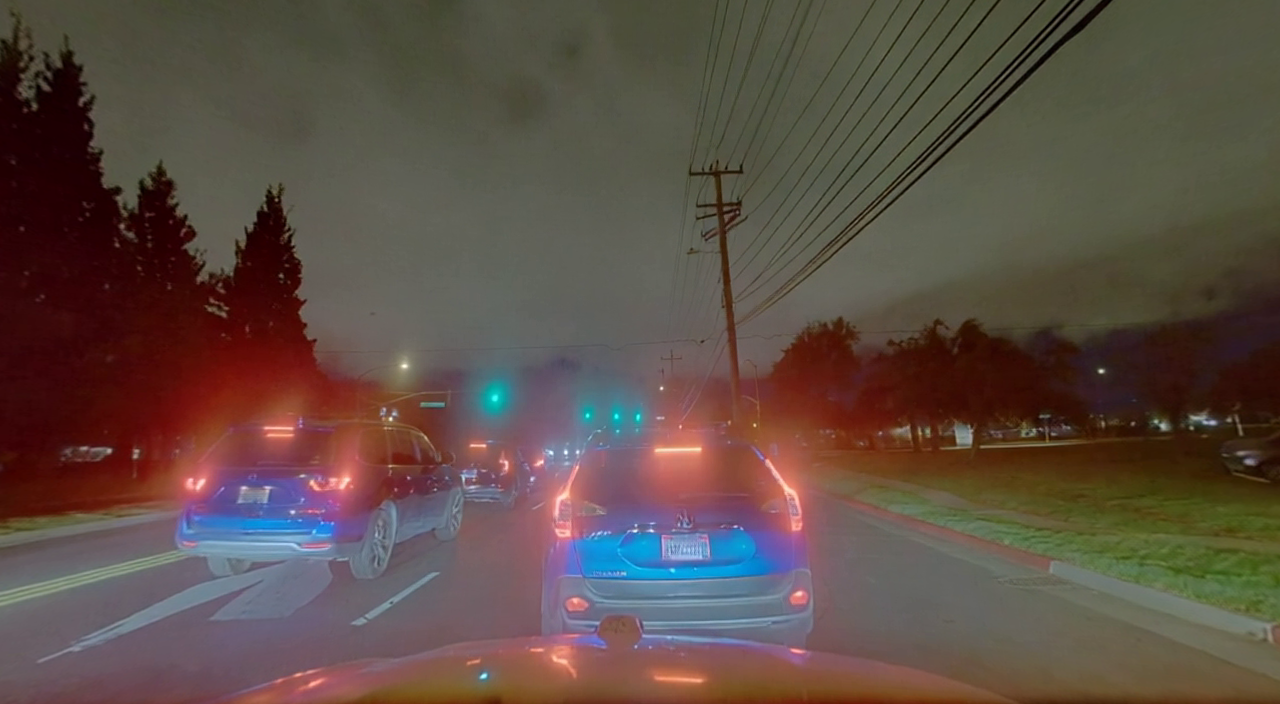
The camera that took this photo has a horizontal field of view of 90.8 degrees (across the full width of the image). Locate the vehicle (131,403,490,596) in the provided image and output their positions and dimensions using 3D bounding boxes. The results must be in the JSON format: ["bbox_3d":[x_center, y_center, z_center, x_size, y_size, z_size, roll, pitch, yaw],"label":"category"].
[{"bbox_3d":[-3.474,1.640,7.886,2.105,1.706,4.337,0,-9,0],"label":"vehicle"}]

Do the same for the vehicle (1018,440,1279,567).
[{"bbox_3d":[8.384,2.162,9.939,1.993,1.508,4.521,0,-9,-1],"label":"vehicle"}]

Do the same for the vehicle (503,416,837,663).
[{"bbox_3d":[0.116,1.450,5.958,2.056,1.487,4.003,0,-9,-2],"label":"vehicle"}]
